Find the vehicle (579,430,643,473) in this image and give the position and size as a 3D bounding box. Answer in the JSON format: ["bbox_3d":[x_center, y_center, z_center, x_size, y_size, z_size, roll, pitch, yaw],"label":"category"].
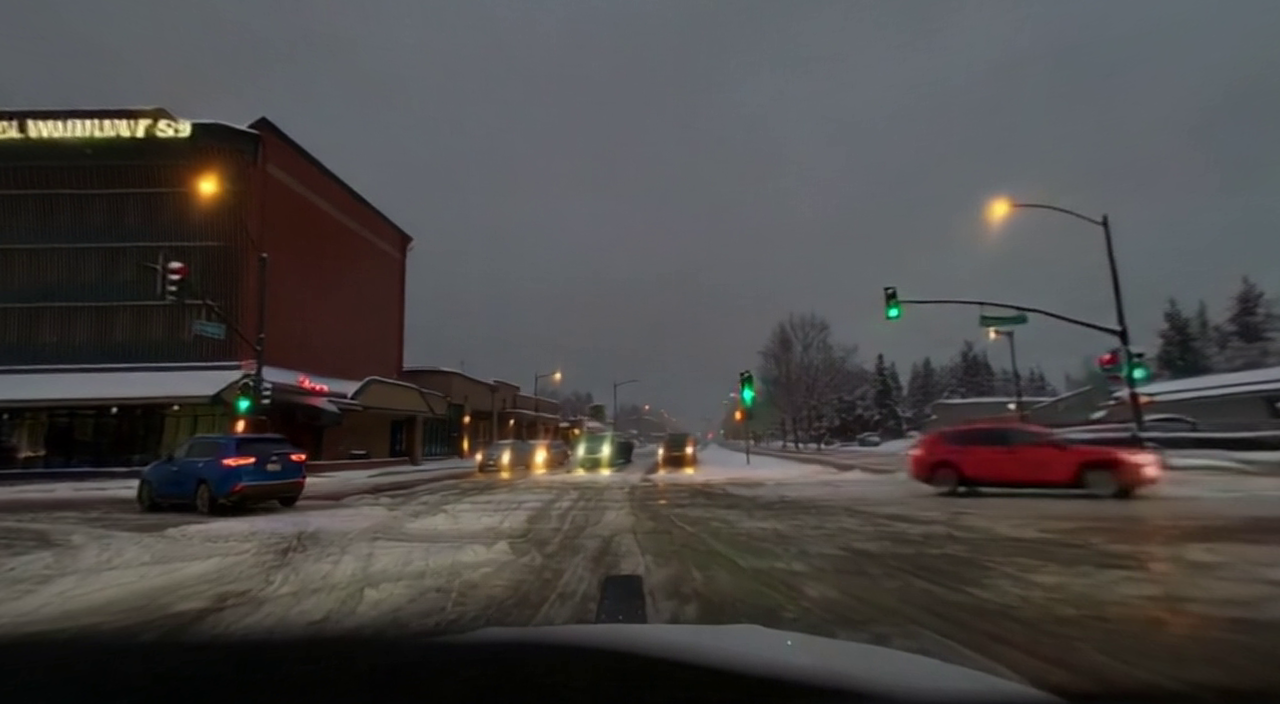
[{"bbox_3d":[-1.238,4.551,29.072,2.162,1.788,4.602,-2,-8,8],"label":"vehicle"}]

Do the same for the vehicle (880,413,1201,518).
[{"bbox_3d":[7.474,2.114,12.315,2.142,1.607,4.733,6,-10,-38],"label":"vehicle"}]

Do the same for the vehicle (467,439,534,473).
[{"bbox_3d":[-7.179,5.369,32.987,2.005,1.596,4.342,-2,-8,8],"label":"vehicle"}]

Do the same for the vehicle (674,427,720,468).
[{"bbox_3d":[2.943,4.893,32.588,2.160,1.948,4.784,-1,-8,6],"label":"vehicle"}]

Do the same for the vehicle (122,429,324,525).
[{"bbox_3d":[-9.272,2.640,13.967,4.445,1.762,2.238,-7,-10,36],"label":"vehicle"}]

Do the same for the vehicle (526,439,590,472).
[{"bbox_3d":[-4.058,5.170,31.877,2.163,1.529,4.210,-2,-8,8],"label":"vehicle"}]
